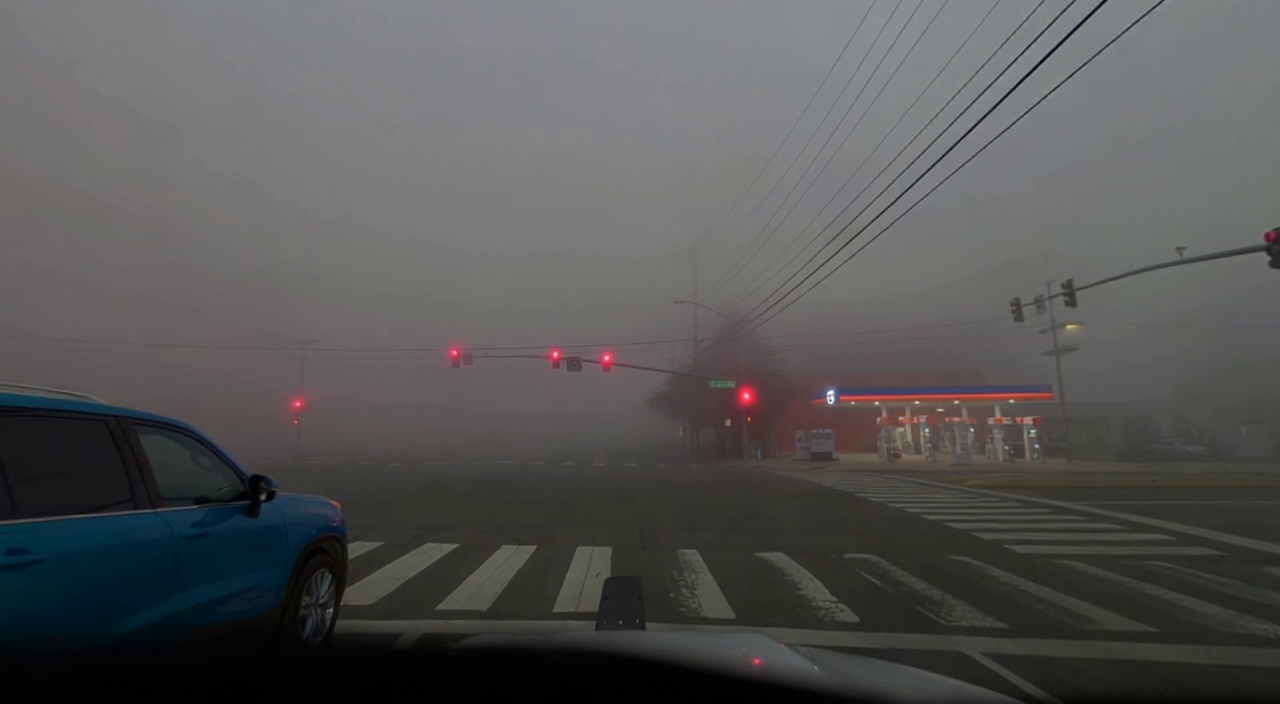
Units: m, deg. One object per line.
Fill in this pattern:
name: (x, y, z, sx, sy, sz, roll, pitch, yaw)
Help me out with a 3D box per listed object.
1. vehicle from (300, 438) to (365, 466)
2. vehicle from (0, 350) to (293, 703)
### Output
vehicle: (-20.473, 6.678, 42.147, 2.004, 1.699, 4.486, 0, -9, 1)
vehicle: (-3.425, 0.800, 2.041, 2.053, 1.690, 4.364, 0, -9, 0)
